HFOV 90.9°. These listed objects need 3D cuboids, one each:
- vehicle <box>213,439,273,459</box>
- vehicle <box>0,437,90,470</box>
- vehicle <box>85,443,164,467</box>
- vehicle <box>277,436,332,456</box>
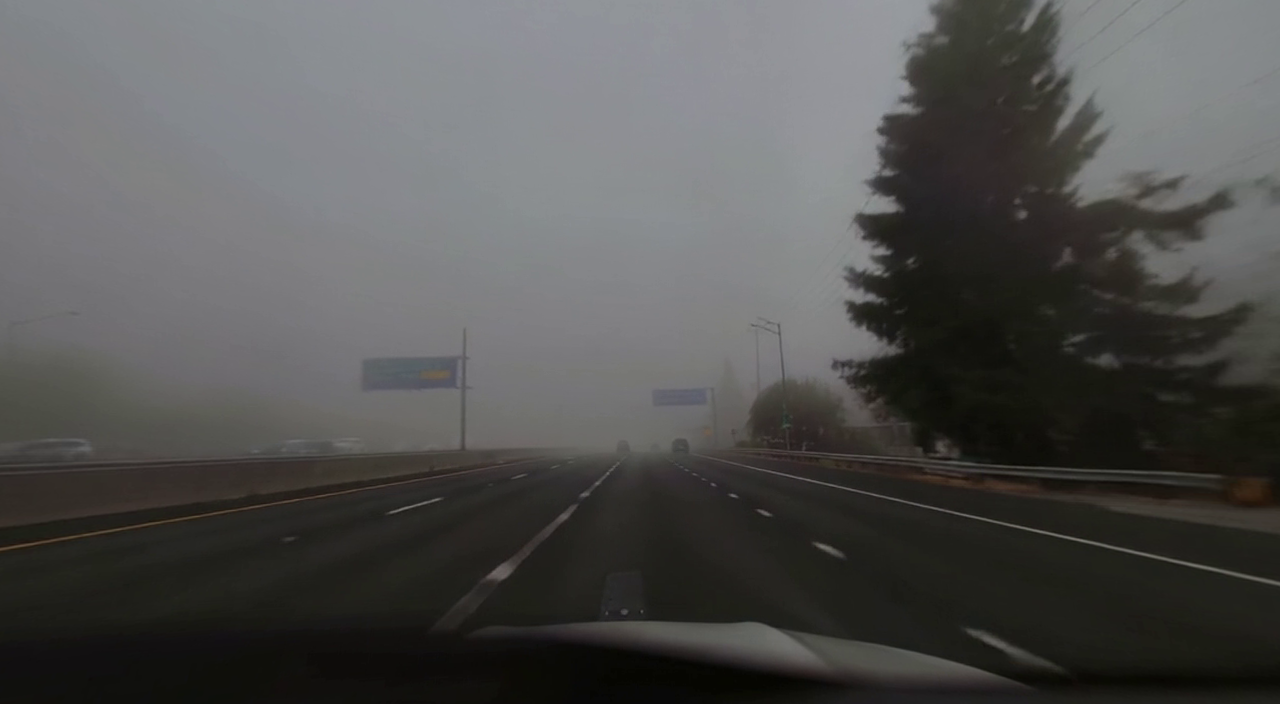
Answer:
[{"bbox_3d":[-30.213,7.402,48.167,1.720,1.480,4.413,0,-8,-1],"label":"vehicle"},{"bbox_3d":[-30.280,5.026,31.391,1.777,1.476,4.493,0,-8,0],"label":"vehicle"},{"bbox_3d":[-33.630,6.728,41.301,1.698,1.446,4.073,0,-8,0],"label":"vehicle"},{"bbox_3d":[-26.119,7.358,49.253,1.862,1.458,4.453,0,-8,0],"label":"vehicle"}]
